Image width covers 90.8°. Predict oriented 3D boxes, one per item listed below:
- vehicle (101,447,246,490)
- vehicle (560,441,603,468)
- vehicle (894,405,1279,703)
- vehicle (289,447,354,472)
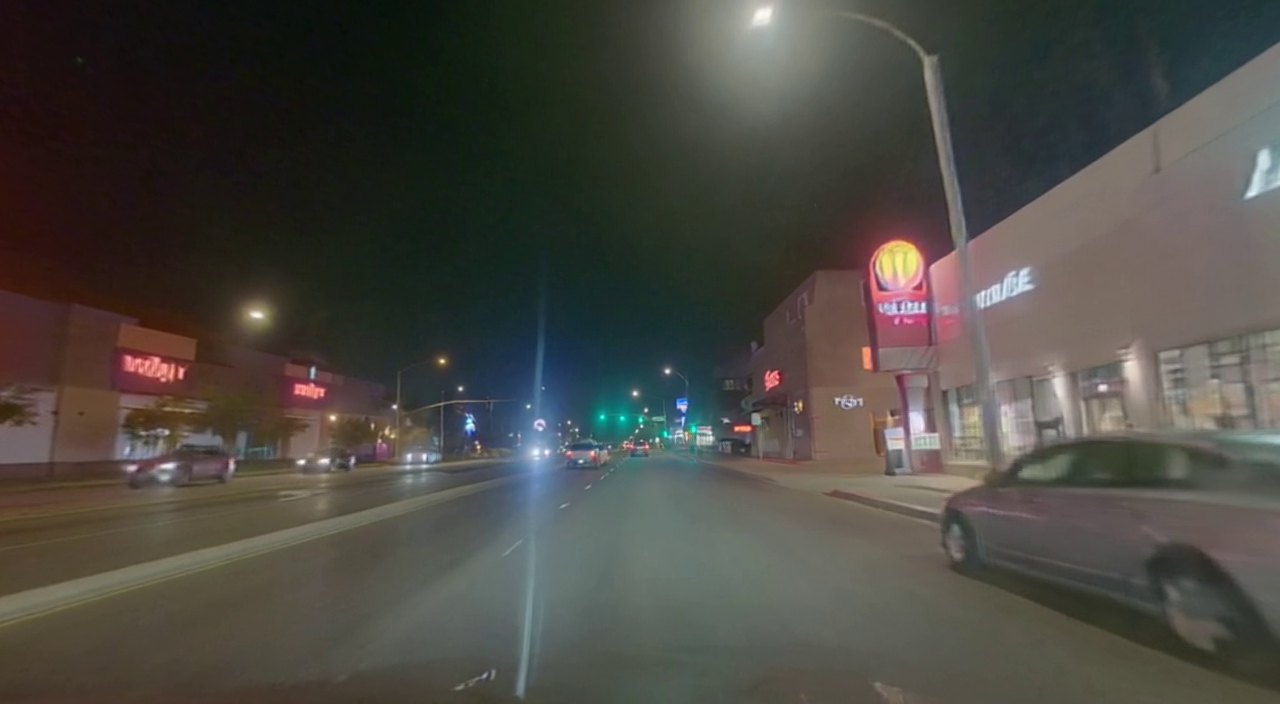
[{"bbox_3d":[-18.270,4.555,25.101,2.151,1.495,4.703,0,-9,0],"label":"vehicle"},{"bbox_3d":[-3.429,6.130,37.845,2.179,1.490,4.742,0,-9,0],"label":"vehicle"},{"bbox_3d":[4.006,1.287,4.875,2.085,1.479,4.633,0,-9,-1],"label":"vehicle"},{"bbox_3d":[-20.548,6.953,40.963,1.818,1.488,4.344,-1,-9,3],"label":"vehicle"}]
